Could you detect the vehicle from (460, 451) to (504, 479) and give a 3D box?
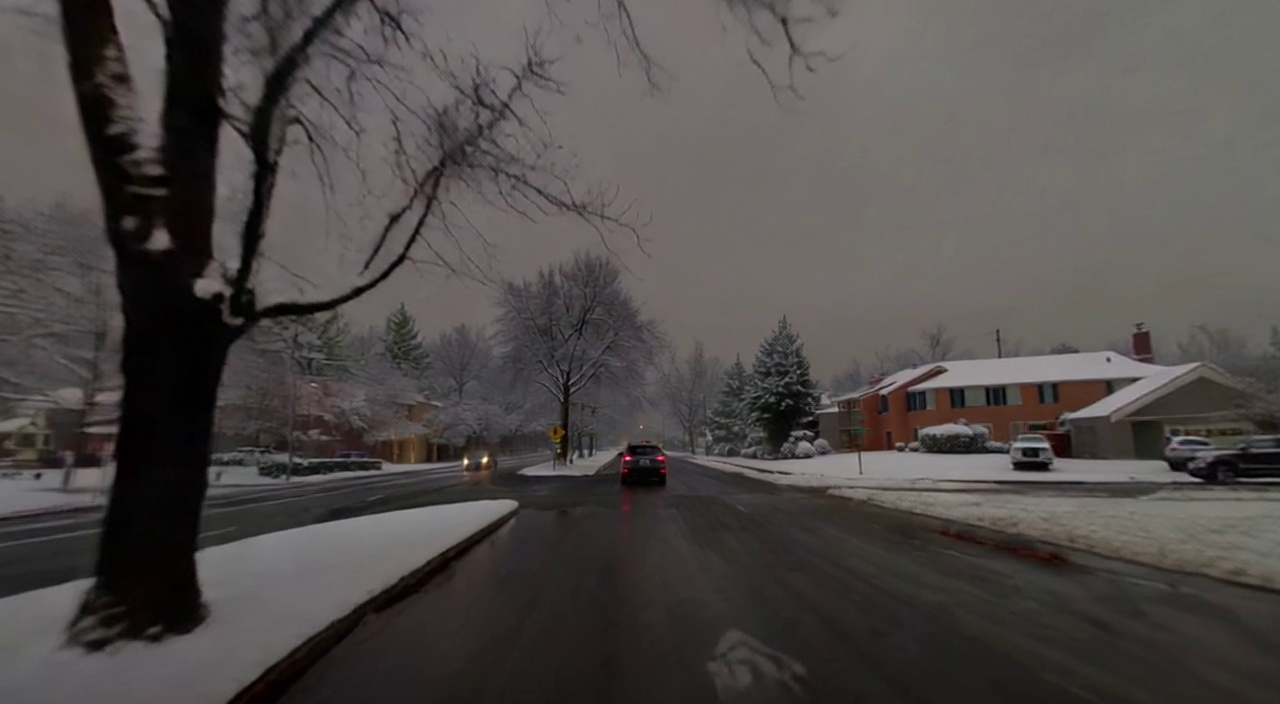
[{"bbox_3d":[-9.412,6.745,37.936,1.861,1.516,3.752,0,-8,-3],"label":"vehicle"}]

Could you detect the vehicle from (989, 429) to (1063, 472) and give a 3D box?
[{"bbox_3d":[17.853,4.505,29.102,2.128,1.771,4.721,-7,-11,39],"label":"vehicle"}]

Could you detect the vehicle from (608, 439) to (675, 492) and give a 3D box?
[{"bbox_3d":[0.074,3.864,21.909,2.106,1.655,3.717,0,-8,1],"label":"vehicle"}]
